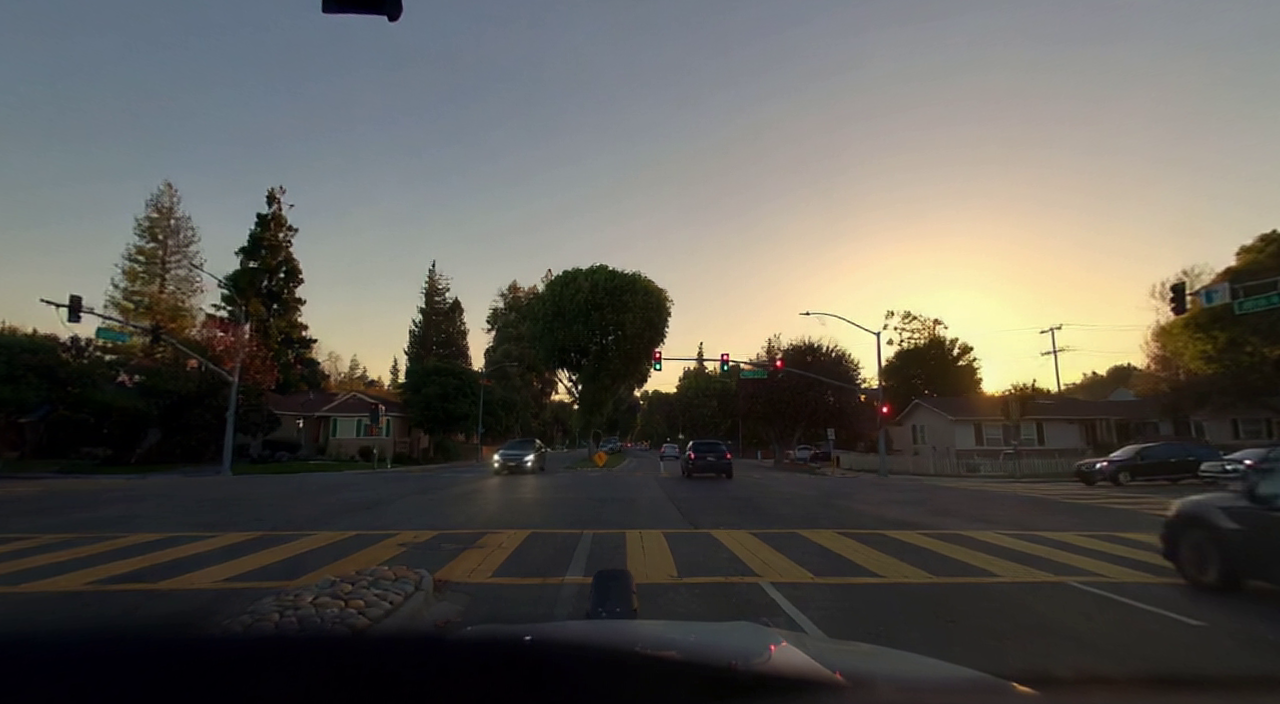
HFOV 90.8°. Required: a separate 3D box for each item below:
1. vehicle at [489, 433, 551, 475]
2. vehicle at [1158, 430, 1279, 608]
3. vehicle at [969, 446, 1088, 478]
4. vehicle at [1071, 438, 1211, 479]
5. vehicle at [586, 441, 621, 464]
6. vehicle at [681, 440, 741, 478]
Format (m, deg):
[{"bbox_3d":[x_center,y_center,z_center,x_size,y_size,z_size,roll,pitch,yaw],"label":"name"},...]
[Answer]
[{"bbox_3d":[-5.284,4.564,28.452,2.025,1.704,4.104,0,-9,-1],"label":"vehicle"},{"bbox_3d":[6.325,1.275,4.387,1.961,1.494,4.438,-1,-9,5],"label":"vehicle"},{"bbox_3d":[19.732,5.607,32.240,4.874,1.544,1.779,0,-9,1],"label":"vehicle"},{"bbox_3d":[23.496,4.990,29.745,4.807,1.835,2.033,0,-9,-1],"label":"vehicle"},{"bbox_3d":[-2.400,6.713,42.282,2.045,1.484,3.991,0,-9,0],"label":"vehicle"},{"bbox_3d":[2.940,4.511,26.993,1.947,1.467,4.455,0,-9,-1],"label":"vehicle"}]
